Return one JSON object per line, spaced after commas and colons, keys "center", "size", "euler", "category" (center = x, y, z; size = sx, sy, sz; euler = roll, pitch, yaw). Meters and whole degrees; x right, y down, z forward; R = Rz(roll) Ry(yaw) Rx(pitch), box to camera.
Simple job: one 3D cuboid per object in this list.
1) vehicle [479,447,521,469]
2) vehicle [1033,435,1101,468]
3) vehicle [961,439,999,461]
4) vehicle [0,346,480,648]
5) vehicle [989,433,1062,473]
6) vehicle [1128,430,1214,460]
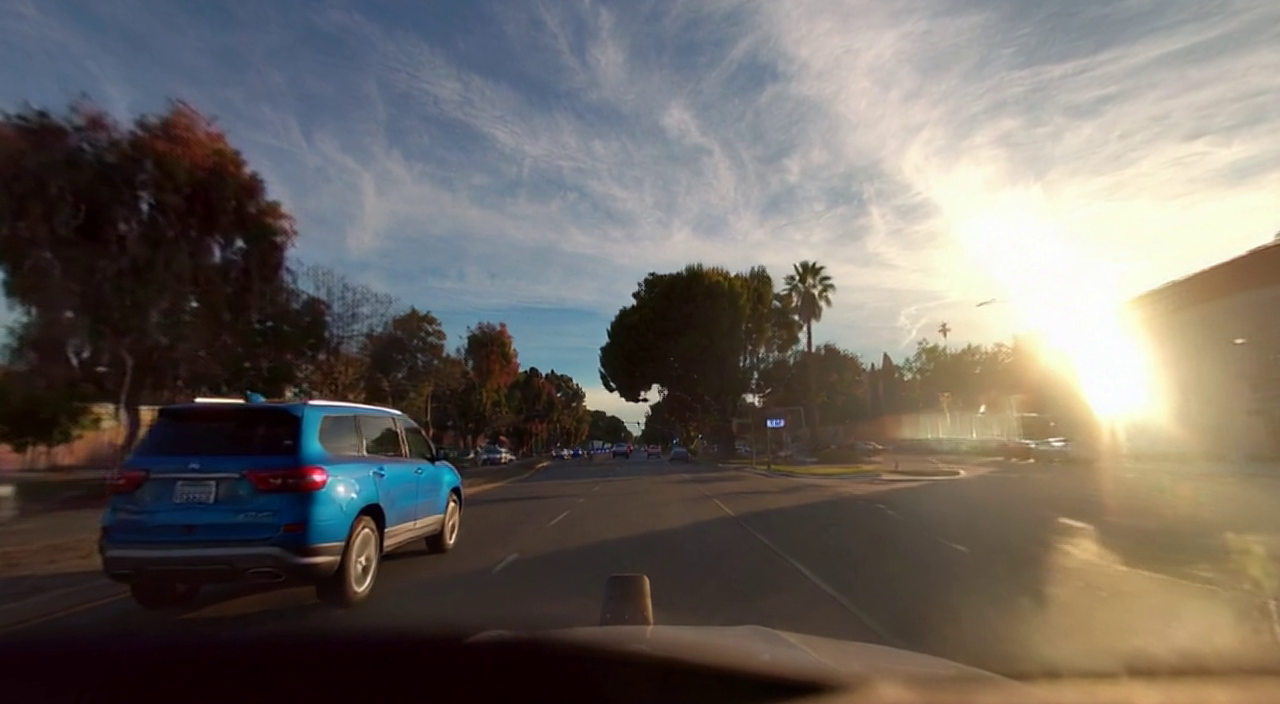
{"center": [-9.991, 7.590, 45.286], "size": [1.947, 1.511, 4.224], "euler": [0, -9, 1], "category": "vehicle"}
{"center": [25.746, 5.998, 38.210], "size": [2.162, 1.806, 5.704], "euler": [-4, -9, 22], "category": "vehicle"}
{"center": [26.444, 7.657, 49.064], "size": [1.982, 1.611, 4.314], "euler": [-3, -9, 21], "category": "vehicle"}
{"center": [-3.326, 1.284, 6.484], "size": [2.152, 1.987, 4.527], "euler": [0, -9, 0], "category": "vehicle"}
{"center": [19.302, 5.070, 31.780], "size": [2.180, 1.808, 4.462], "euler": [-3, -9, 20], "category": "vehicle"}
{"center": [34.658, 6.068, 41.151], "size": [4.722, 1.906, 1.898], "euler": [3, -9, -18], "category": "vehicle"}
